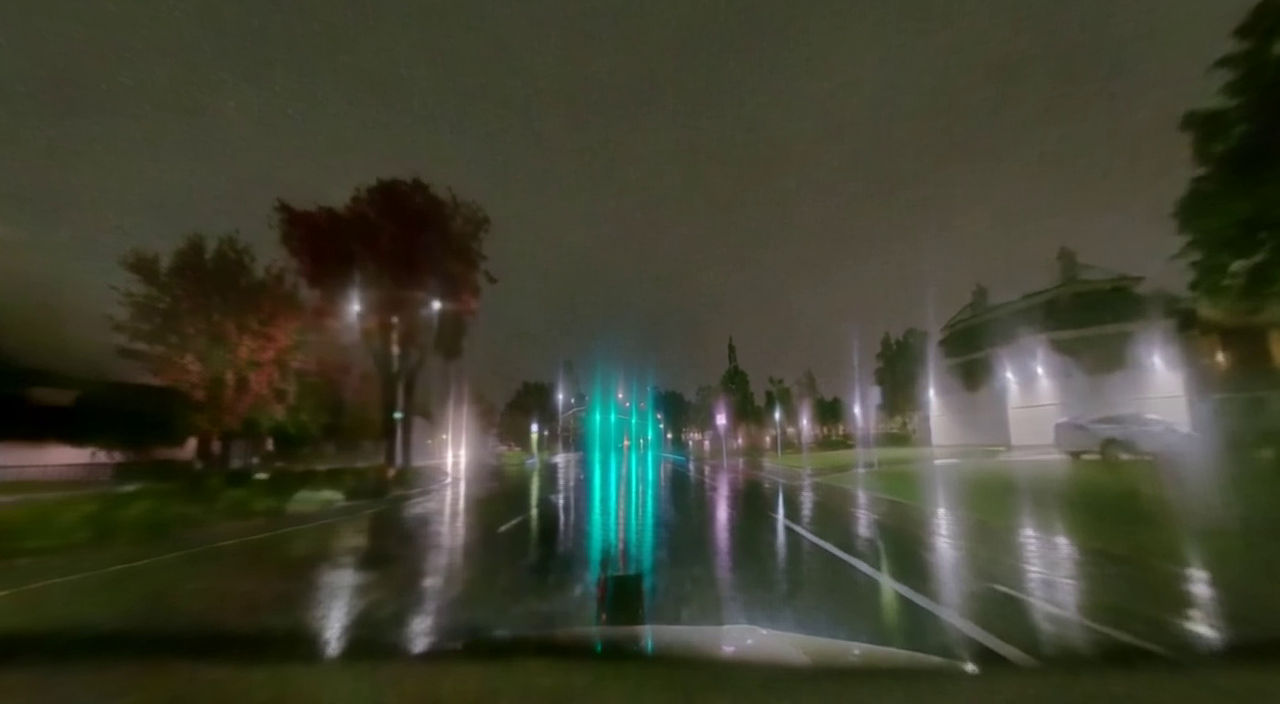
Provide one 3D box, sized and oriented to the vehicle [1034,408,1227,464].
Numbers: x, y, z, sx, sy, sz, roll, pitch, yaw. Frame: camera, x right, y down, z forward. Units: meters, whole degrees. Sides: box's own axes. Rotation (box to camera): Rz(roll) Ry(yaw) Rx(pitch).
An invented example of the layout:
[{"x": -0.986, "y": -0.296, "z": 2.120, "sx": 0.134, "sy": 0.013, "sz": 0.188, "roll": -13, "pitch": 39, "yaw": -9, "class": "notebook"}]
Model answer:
[{"x": 14.856, "y": 2.600, "z": 19.334, "sx": 4.198, "sy": 1.561, "sz": 1.937, "roll": -1, "pitch": -10, "yaw": 1, "class": "vehicle"}]
